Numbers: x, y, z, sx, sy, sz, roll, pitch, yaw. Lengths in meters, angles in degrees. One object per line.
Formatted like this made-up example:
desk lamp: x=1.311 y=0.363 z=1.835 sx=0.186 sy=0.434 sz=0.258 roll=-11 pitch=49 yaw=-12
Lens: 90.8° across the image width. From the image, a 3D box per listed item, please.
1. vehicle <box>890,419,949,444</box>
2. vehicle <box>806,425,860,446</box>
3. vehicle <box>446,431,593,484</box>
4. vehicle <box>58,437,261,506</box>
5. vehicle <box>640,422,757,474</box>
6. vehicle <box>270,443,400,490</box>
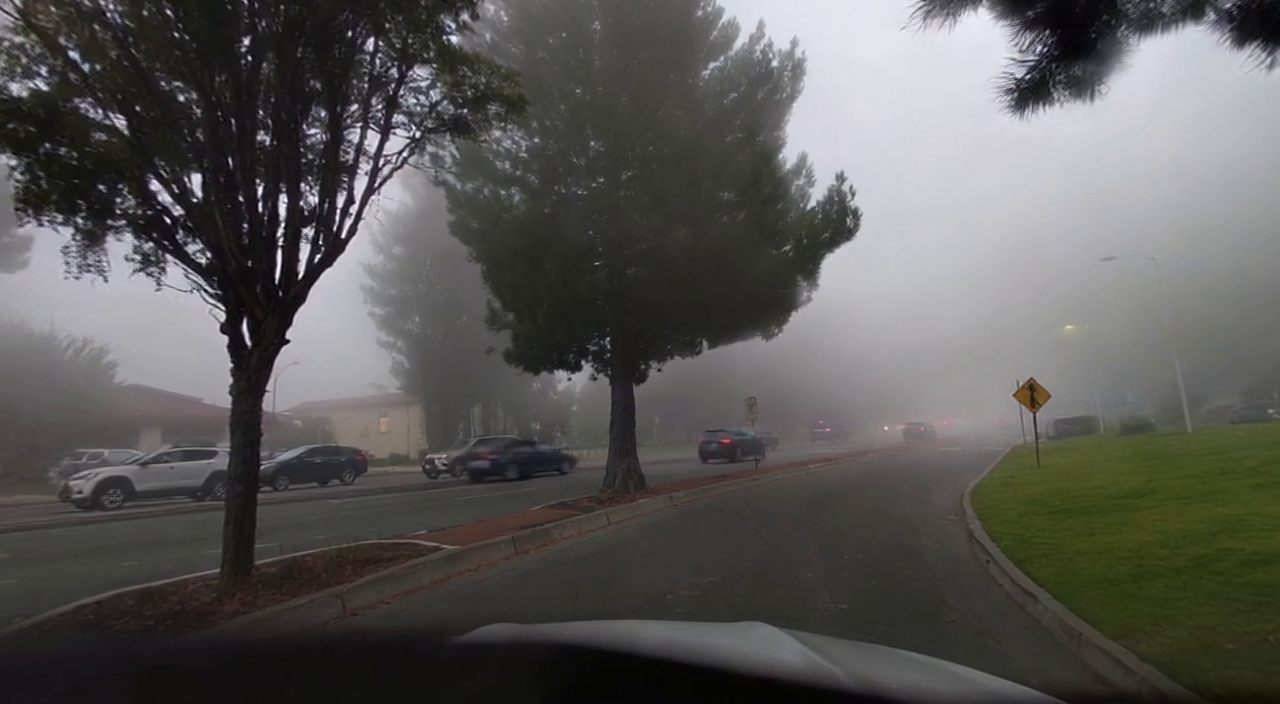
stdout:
vehicle: x=20.249 y=5.771 z=45.640 sx=2.201 sy=1.574 sz=5.060 roll=-11 pitch=-13 yaw=42
vehicle: x=15.035 y=6.497 z=49.047 sx=2.146 sy=1.555 sz=4.810 roll=-8 pitch=-11 yaw=41
vehicle: x=-4.196 y=3.753 z=22.778 sx=2.183 sy=1.651 sz=4.928 roll=-8 pitch=-11 yaw=38
vehicle: x=-15.847 y=3.891 z=21.146 sx=2.294 sy=2.000 sz=4.788 roll=-7 pitch=-10 yaw=33
vehicle: x=2.463 y=3.782 z=25.303 sx=1.954 sy=1.639 sz=5.229 roll=-9 pitch=-8 yaw=39
vehicle: x=-12.396 y=4.607 z=25.918 sx=1.904 sy=1.719 sz=4.326 roll=-6 pitch=-10 yaw=37
